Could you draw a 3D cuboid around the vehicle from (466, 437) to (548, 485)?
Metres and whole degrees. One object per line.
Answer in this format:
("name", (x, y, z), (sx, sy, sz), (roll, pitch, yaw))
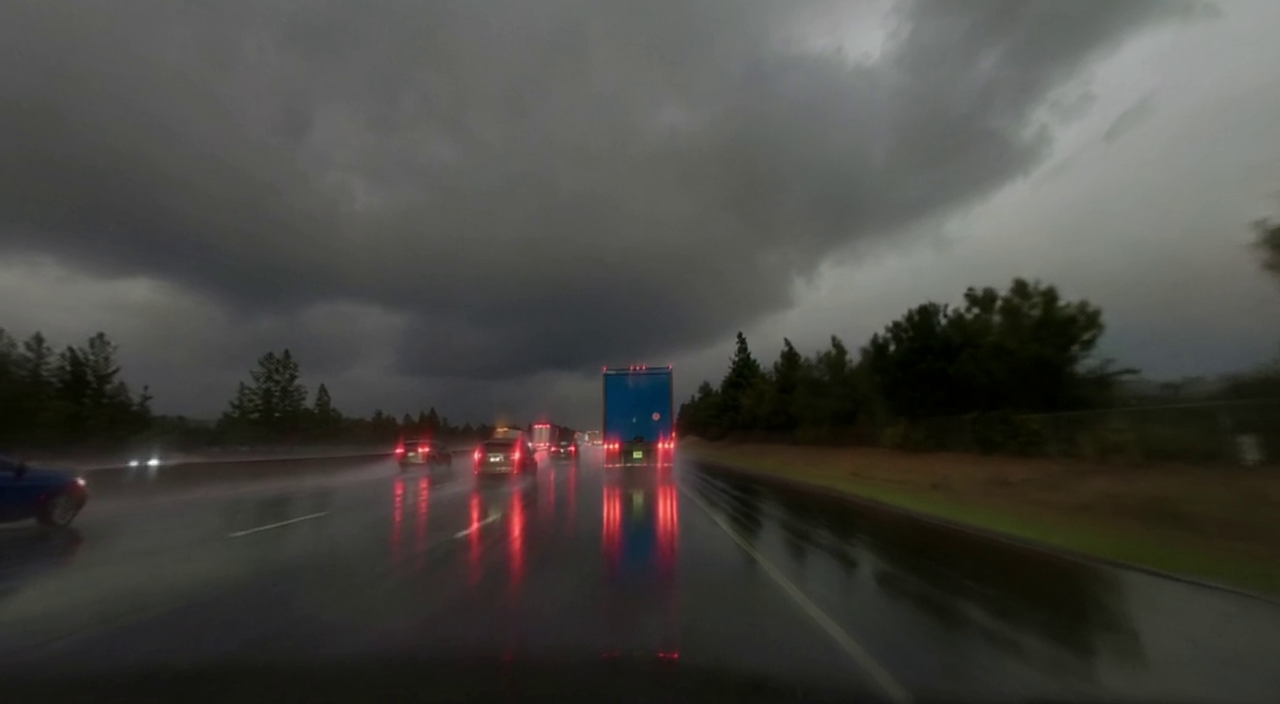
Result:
("vehicle", (-4.835, 4.003, 23.474), (2.164, 1.582, 3.979), (0, -8, 0))

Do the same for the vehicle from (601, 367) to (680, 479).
("vehicle", (-0.222, 3.371, 28.739), (2.913, 4.113, 10.724), (0, -8, -2))

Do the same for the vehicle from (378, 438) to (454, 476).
("vehicle", (-10.211, 4.801, 29.039), (1.952, 1.590, 4.090), (0, -8, 1))

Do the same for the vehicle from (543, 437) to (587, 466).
("vehicle", (-4.553, 6.089, 38.790), (2.158, 1.680, 4.087), (0, -8, 0))
